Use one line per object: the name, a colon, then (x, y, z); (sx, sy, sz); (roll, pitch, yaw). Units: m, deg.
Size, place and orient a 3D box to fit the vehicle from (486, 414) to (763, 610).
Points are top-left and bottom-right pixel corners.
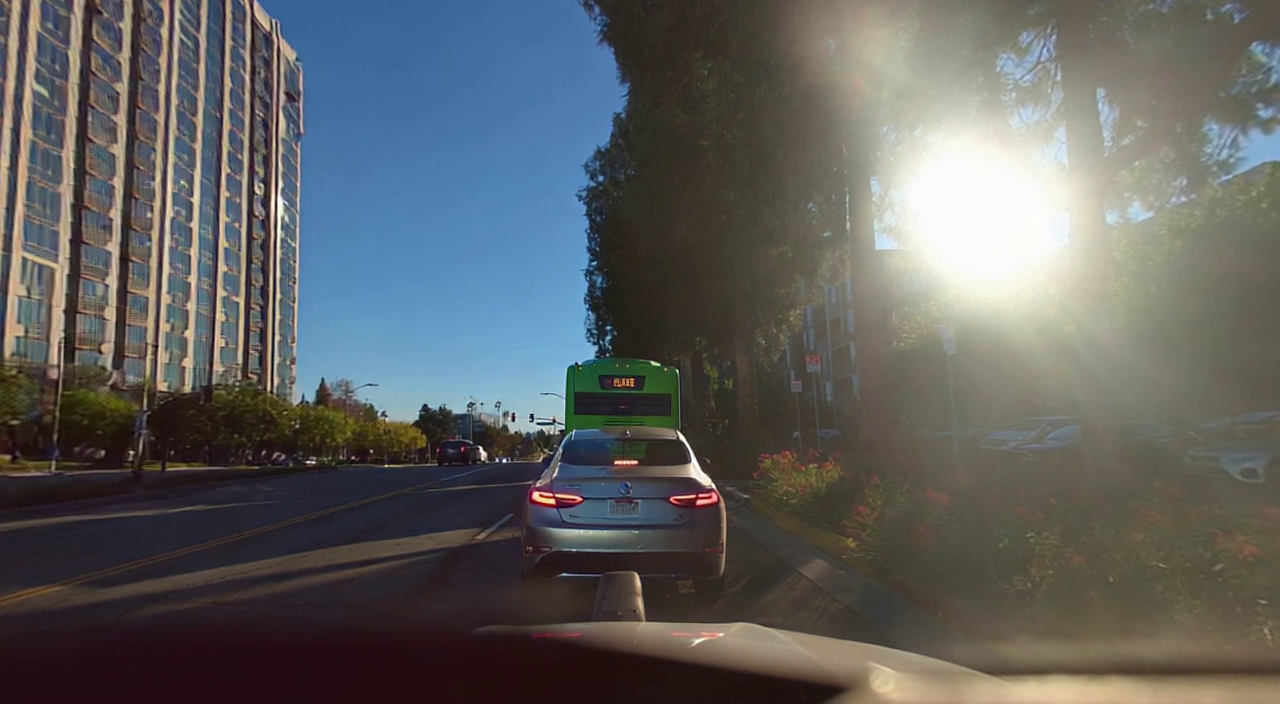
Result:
vehicle: (-0.155, 1.461, 6.737); (2.064, 1.452, 3.942); (0, -8, -1)
